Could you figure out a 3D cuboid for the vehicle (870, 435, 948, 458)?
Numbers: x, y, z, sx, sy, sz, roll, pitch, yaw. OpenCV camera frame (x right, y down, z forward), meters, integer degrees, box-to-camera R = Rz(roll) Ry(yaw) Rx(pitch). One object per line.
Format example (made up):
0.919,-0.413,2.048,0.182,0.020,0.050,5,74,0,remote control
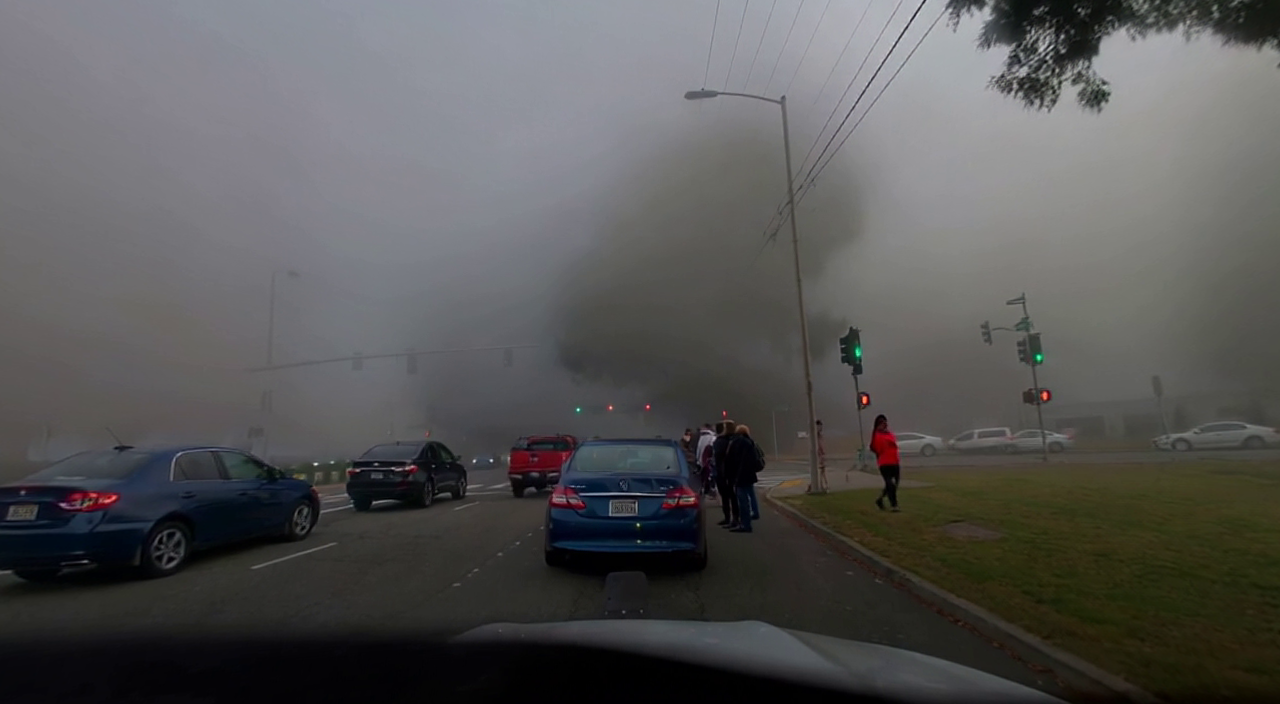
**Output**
17.575,6.191,41.099,4.441,1.452,1.798,-5,-10,30,vehicle

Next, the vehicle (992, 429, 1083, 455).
23.788,5.436,37.754,4.454,1.440,1.816,-5,-10,30,vehicle

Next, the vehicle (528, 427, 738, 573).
-0.051,1.861,8.679,2.182,1.501,4.150,0,-9,1,vehicle

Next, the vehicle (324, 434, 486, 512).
-6.166,3.225,17.351,2.230,1.811,5.183,-1,-9,3,vehicle

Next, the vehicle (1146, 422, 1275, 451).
30.521,4.589,33.811,4.739,1.472,1.804,-5,-10,29,vehicle

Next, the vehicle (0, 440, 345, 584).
-6.343,2.062,9.021,1.948,1.530,4.283,0,-9,3,vehicle
